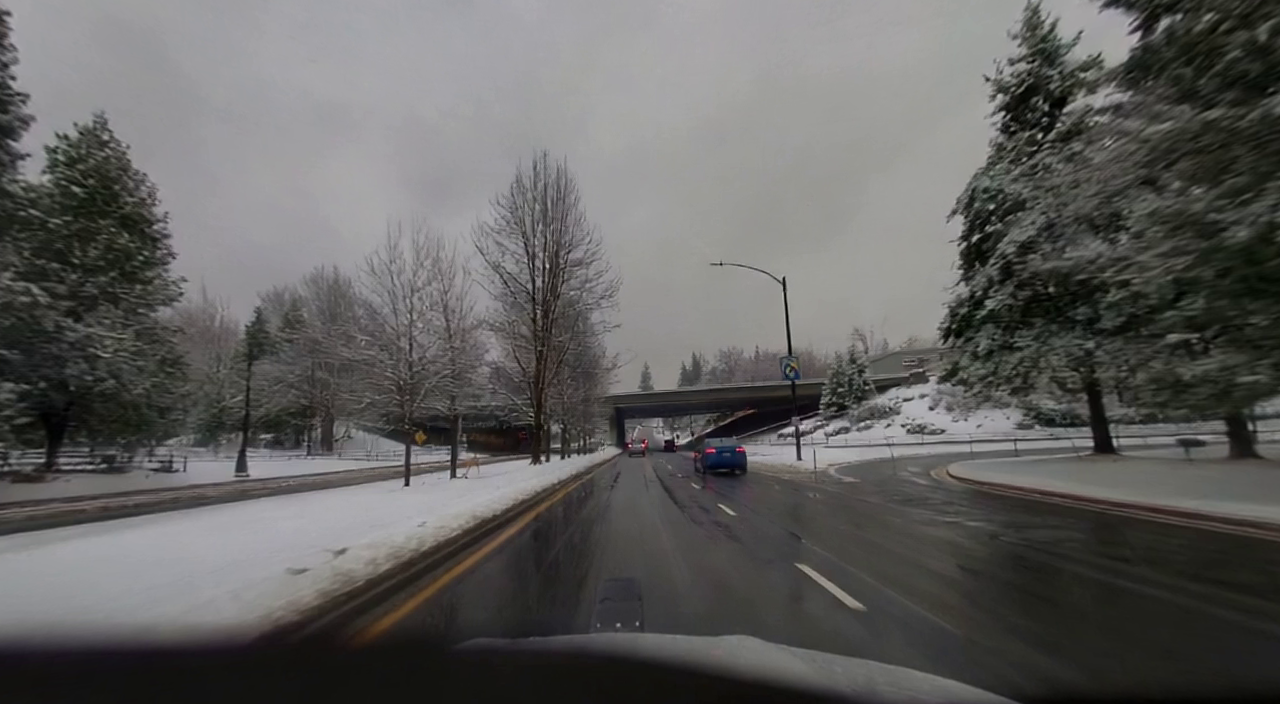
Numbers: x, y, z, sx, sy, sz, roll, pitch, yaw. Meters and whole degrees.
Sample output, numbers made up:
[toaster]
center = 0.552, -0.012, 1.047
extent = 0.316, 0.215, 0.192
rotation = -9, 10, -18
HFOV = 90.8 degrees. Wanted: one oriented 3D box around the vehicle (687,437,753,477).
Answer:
[vehicle]
center = 3.247, 4.357, 26.461
extent = 2.062, 1.484, 4.332
rotation = 0, -8, -1
